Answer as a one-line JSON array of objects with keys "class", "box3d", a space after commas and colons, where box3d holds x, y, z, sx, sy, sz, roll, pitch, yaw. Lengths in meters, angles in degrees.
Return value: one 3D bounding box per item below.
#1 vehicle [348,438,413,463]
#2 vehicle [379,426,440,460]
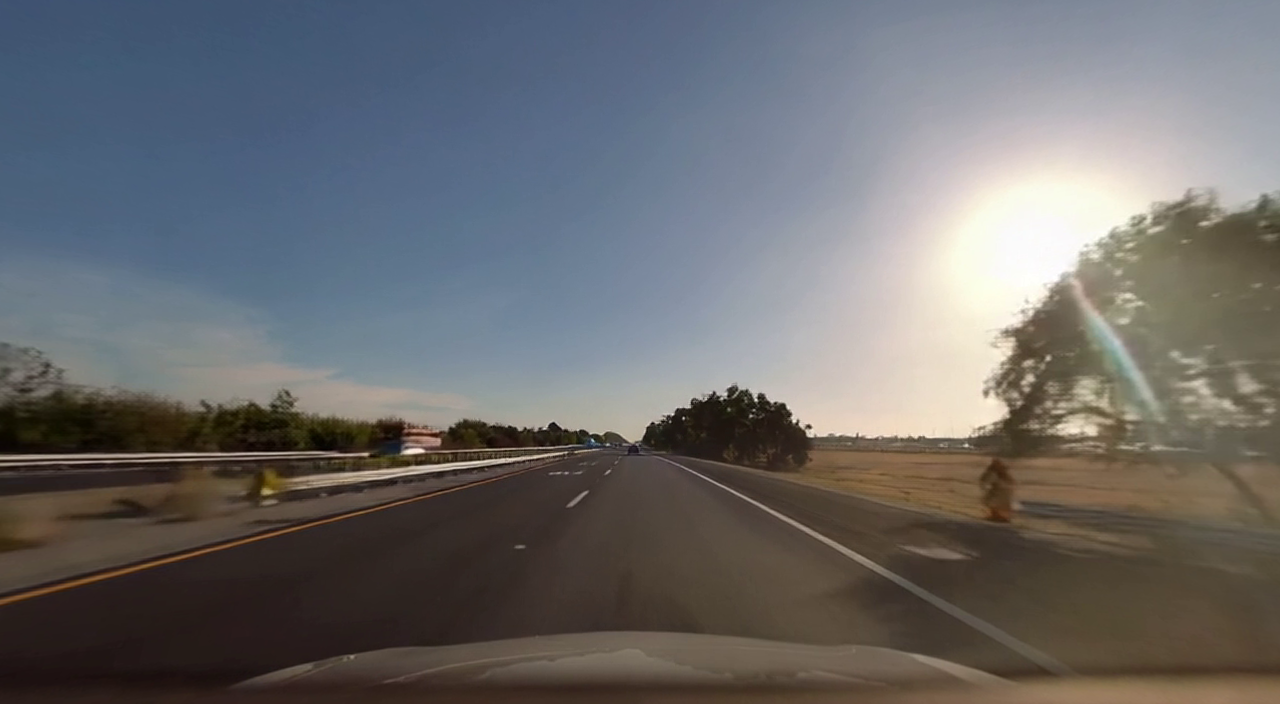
[{"class": "vehicle", "box3d": [-15.901, 6.069, 38.882, 2.142, 1.456, 4.453, 0, -8, 0]}, {"class": "vehicle", "box3d": [-16.059, 6.398, 44.243, 2.212, 2.251, 5.215, 0, -8, 1]}]
